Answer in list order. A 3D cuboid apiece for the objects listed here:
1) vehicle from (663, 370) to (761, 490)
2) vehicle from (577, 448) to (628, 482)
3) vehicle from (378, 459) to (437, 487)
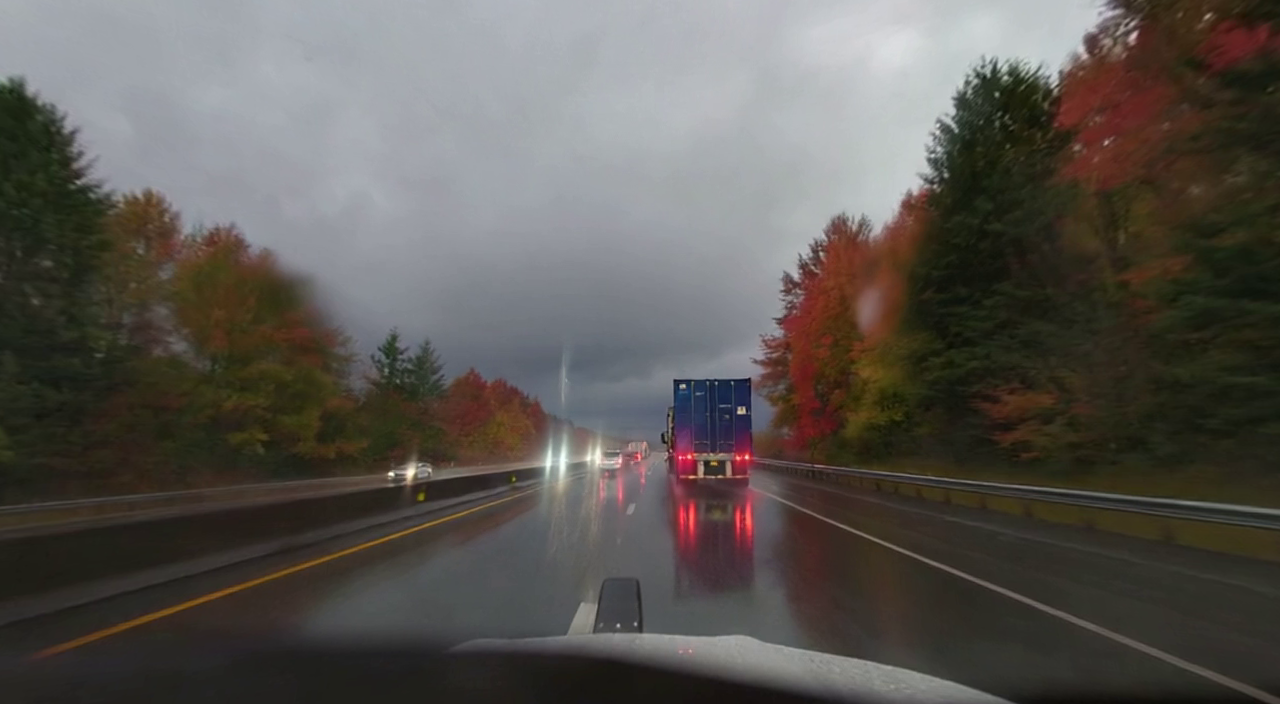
[{"bbox_3d":[2.501,3.217,24.918,3.004,3.923,8.363,-1,-9,1],"label":"vehicle"},{"bbox_3d":[-1.746,5.457,30.554,2.099,1.506,4.097,-1,-9,2],"label":"vehicle"},{"bbox_3d":[-14.018,7.334,38.071,1.845,1.502,4.115,-1,-9,2],"label":"vehicle"}]
